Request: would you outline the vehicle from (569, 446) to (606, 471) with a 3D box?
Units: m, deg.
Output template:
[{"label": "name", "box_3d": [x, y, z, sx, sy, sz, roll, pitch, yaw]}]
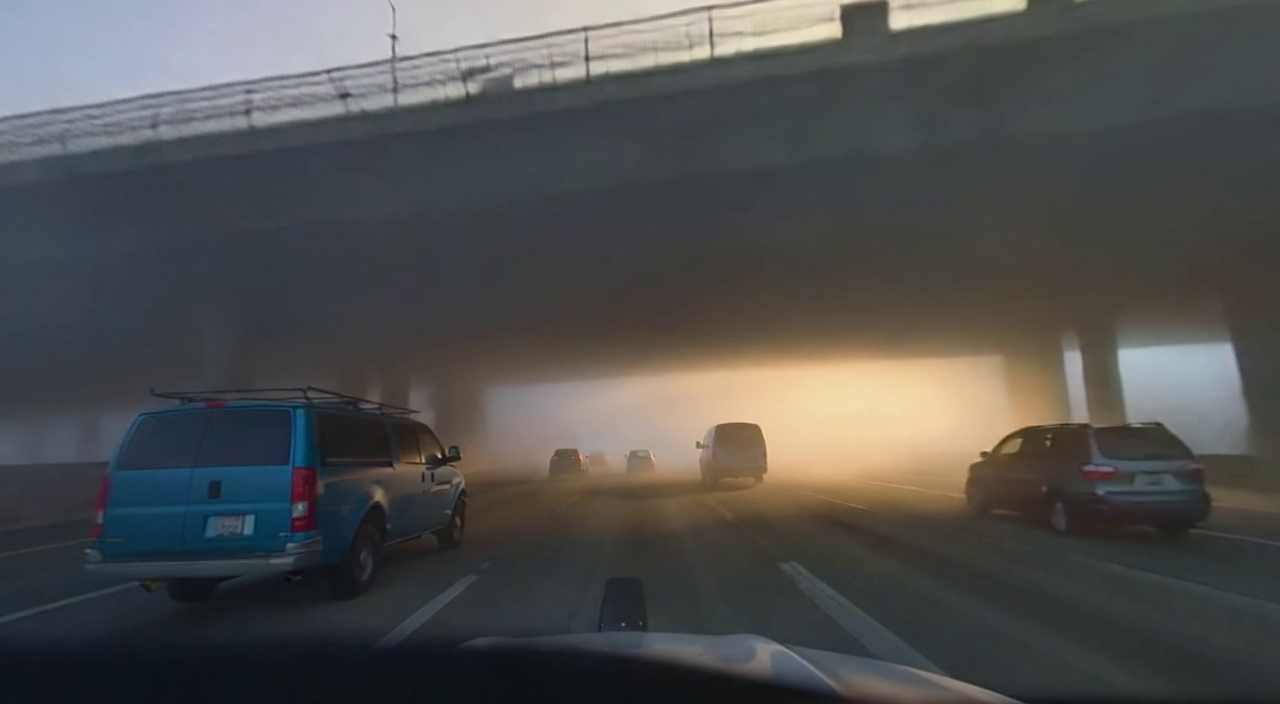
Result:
[{"label": "vehicle", "box_3d": [-3.359, 6.894, 40.958, 1.970, 1.483, 4.071, 0, -9, 1]}]

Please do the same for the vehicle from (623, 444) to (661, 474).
[{"label": "vehicle", "box_3d": [0.115, 6.155, 36.661, 2.115, 1.617, 4.102, 0, -9, 0]}]

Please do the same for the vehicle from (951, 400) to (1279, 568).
[{"label": "vehicle", "box_3d": [7.488, 1.877, 9.866, 2.304, 1.840, 5.706, 0, -9, 0]}]

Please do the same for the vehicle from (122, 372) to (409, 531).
[{"label": "vehicle", "box_3d": [-7.607, 2.179, 14.086, 2.336, 2.708, 6.421, 0, -9, 1]}]

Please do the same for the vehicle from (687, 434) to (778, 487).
[{"label": "vehicle", "box_3d": [3.560, 4.348, 25.673, 2.777, 1.895, 5.710, 0, -9, 0]}]
